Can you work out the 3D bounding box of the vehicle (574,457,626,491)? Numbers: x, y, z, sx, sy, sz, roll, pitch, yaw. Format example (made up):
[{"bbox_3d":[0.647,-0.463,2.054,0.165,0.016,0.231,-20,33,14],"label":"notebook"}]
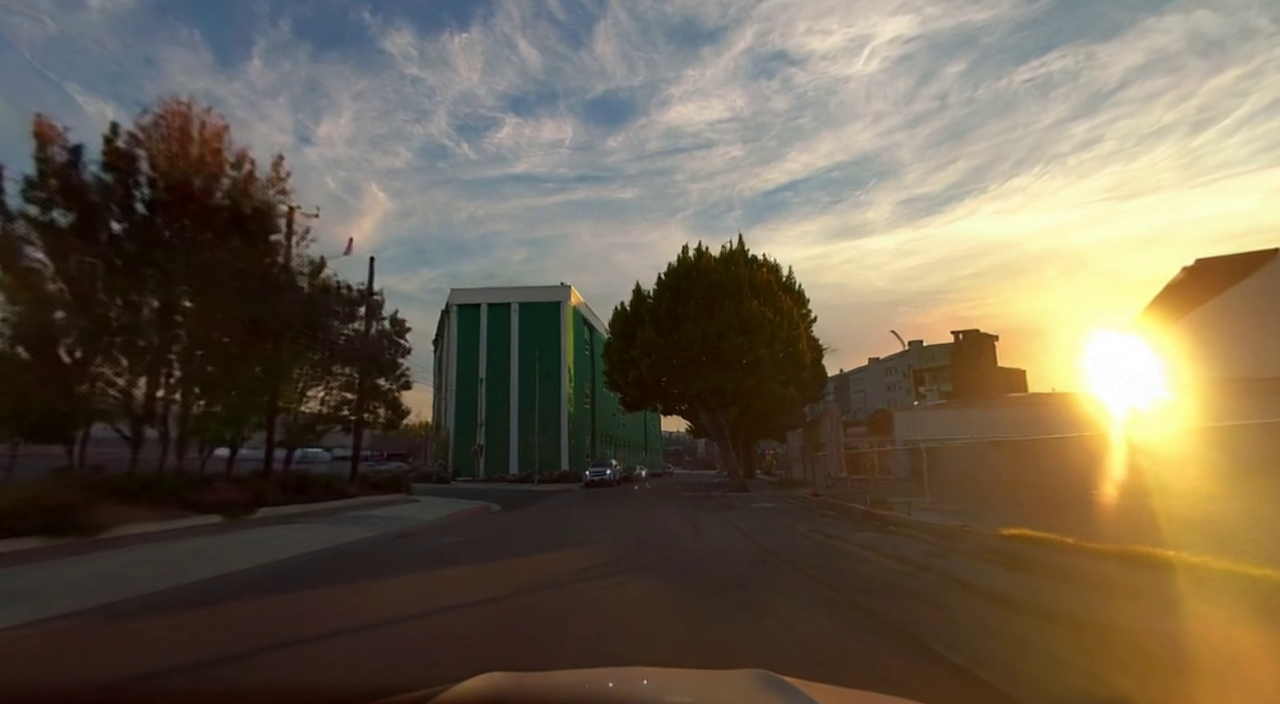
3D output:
[{"bbox_3d":[-2.240,7.060,36.674,2.022,1.776,4.625,-2,-10,9],"label":"vehicle"}]
